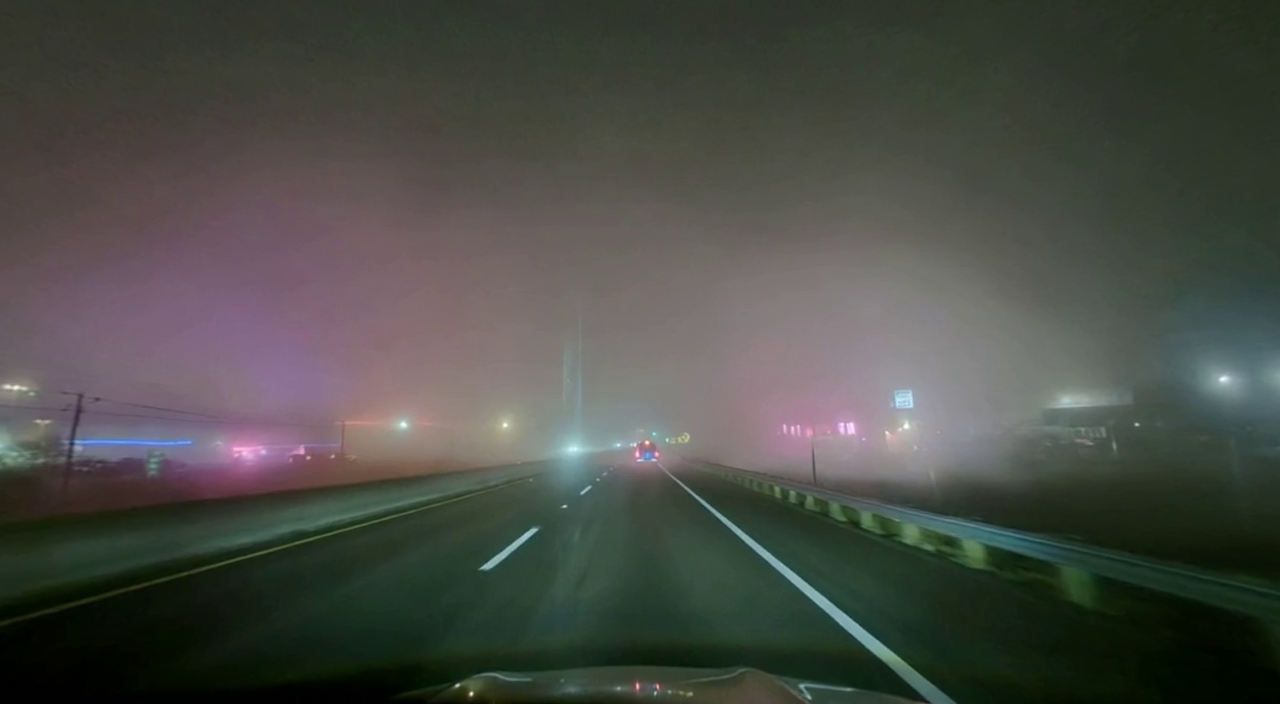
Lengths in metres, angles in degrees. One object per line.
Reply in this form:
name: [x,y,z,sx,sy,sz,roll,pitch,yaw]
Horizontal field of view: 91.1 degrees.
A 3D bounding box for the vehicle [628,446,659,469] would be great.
vehicle: [0.269,7.291,43.770,2.014,1.507,3.960,0,-9,1]
